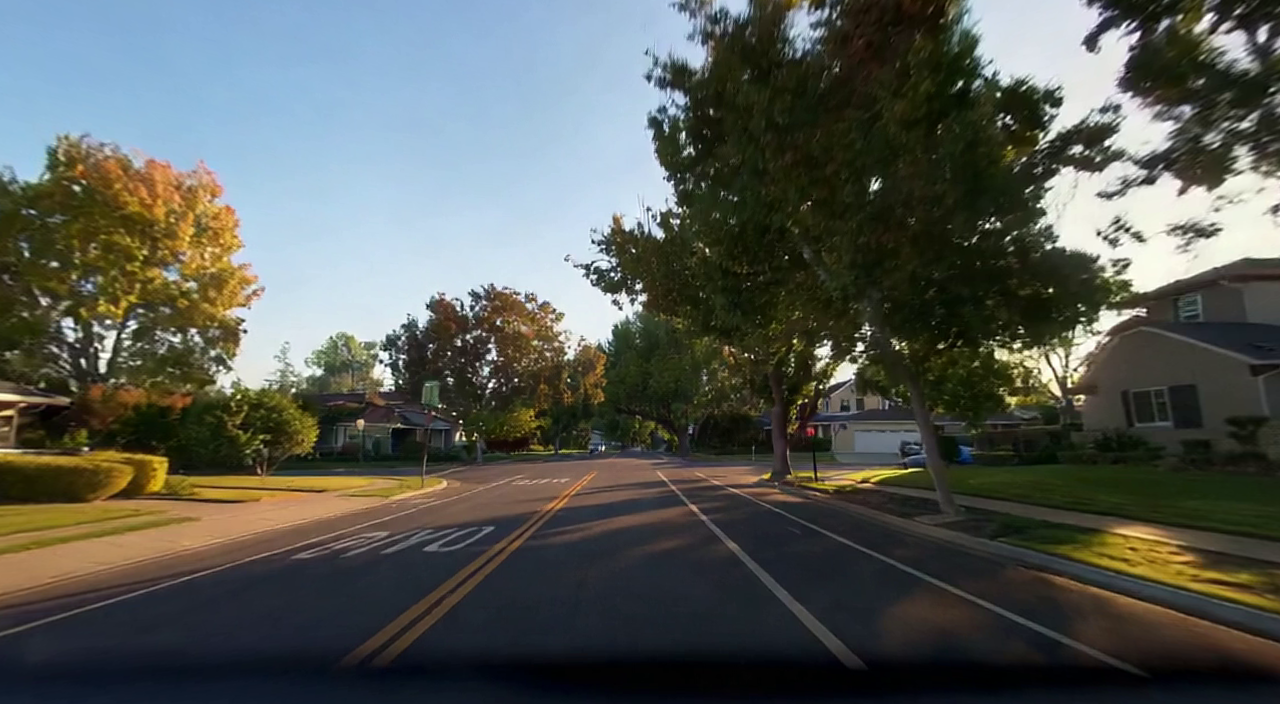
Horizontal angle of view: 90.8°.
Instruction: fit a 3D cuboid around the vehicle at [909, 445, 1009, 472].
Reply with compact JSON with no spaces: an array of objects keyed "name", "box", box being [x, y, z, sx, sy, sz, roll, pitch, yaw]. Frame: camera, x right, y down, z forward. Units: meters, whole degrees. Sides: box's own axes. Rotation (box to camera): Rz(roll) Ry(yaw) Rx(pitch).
[{"name":"vehicle","box":[17.530,5.851,34.862,4.368,1.457,2.031,0,-9,0]}]
